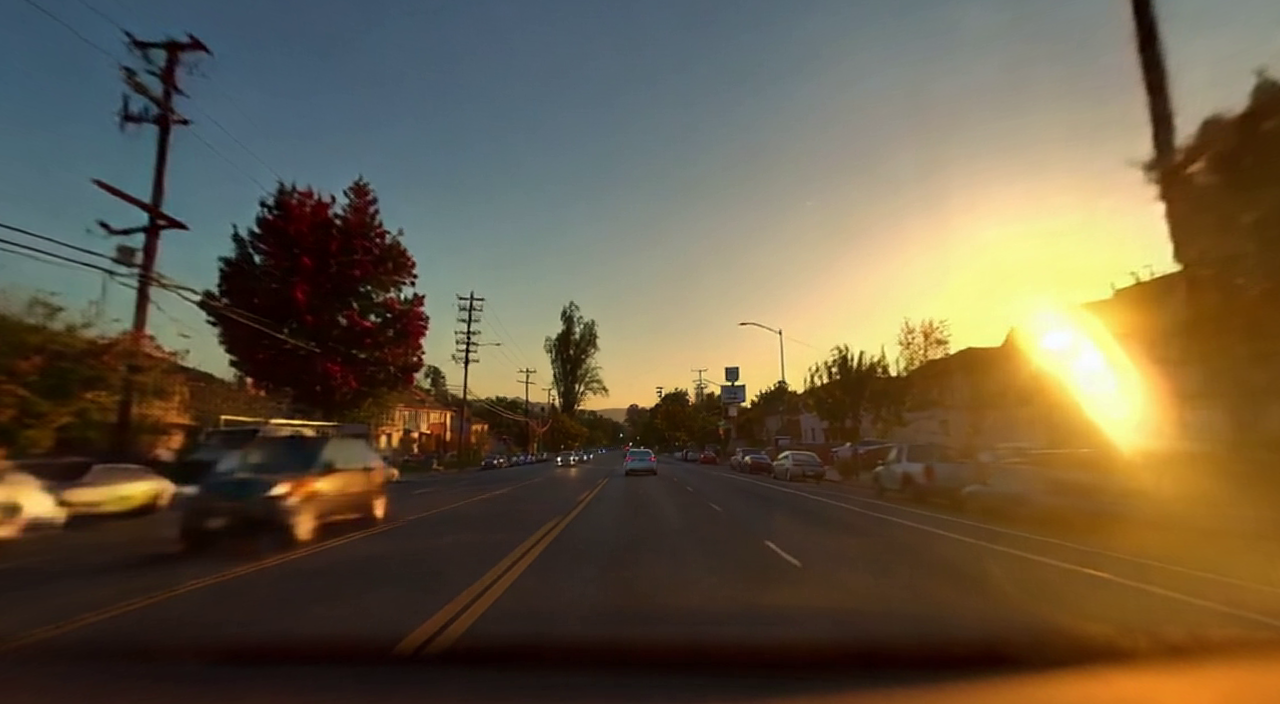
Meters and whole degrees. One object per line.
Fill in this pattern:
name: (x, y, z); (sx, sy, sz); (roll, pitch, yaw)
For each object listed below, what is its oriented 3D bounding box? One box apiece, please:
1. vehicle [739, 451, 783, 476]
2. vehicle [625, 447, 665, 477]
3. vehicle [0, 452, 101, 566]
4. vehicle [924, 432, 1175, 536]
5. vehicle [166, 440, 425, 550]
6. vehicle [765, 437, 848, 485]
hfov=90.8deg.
vehicle: (7.773, 7.189, 40.892); (1.833, 1.475, 4.648); (0, -9, -1)
vehicle: (0.232, 6.077, 35.265); (2.067, 1.547, 4.513); (0, -9, -1)
vehicle: (-9.671, 2.013, 7.771); (2.060, 1.507, 4.532); (0, -9, 0)
vehicle: (7.962, 2.580, 13.024); (2.003, 1.723, 4.654); (0, -9, -1)
vehicle: (-5.992, 2.501, 11.903); (2.213, 1.626, 4.736); (0, -9, 0)
vehicle: (7.671, 5.100, 29.875); (2.370, 2.022, 5.918); (0, -9, 1)
